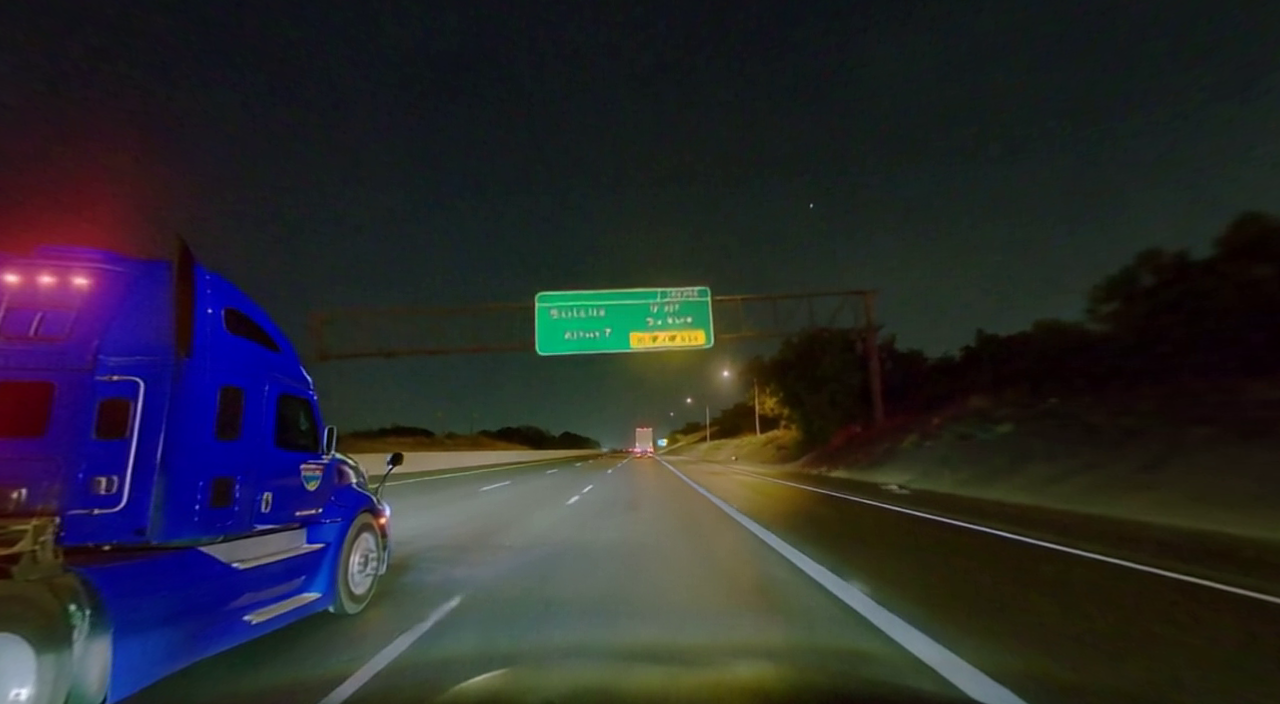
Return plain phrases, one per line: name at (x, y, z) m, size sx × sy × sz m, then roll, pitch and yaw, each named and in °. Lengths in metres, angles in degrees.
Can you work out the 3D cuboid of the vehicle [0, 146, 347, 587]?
vehicle at (-7.253, 0.420, 7.613) m, size 2.996 × 3.947 × 8.600 m, roll 0°, pitch -9°, yaw 1°
